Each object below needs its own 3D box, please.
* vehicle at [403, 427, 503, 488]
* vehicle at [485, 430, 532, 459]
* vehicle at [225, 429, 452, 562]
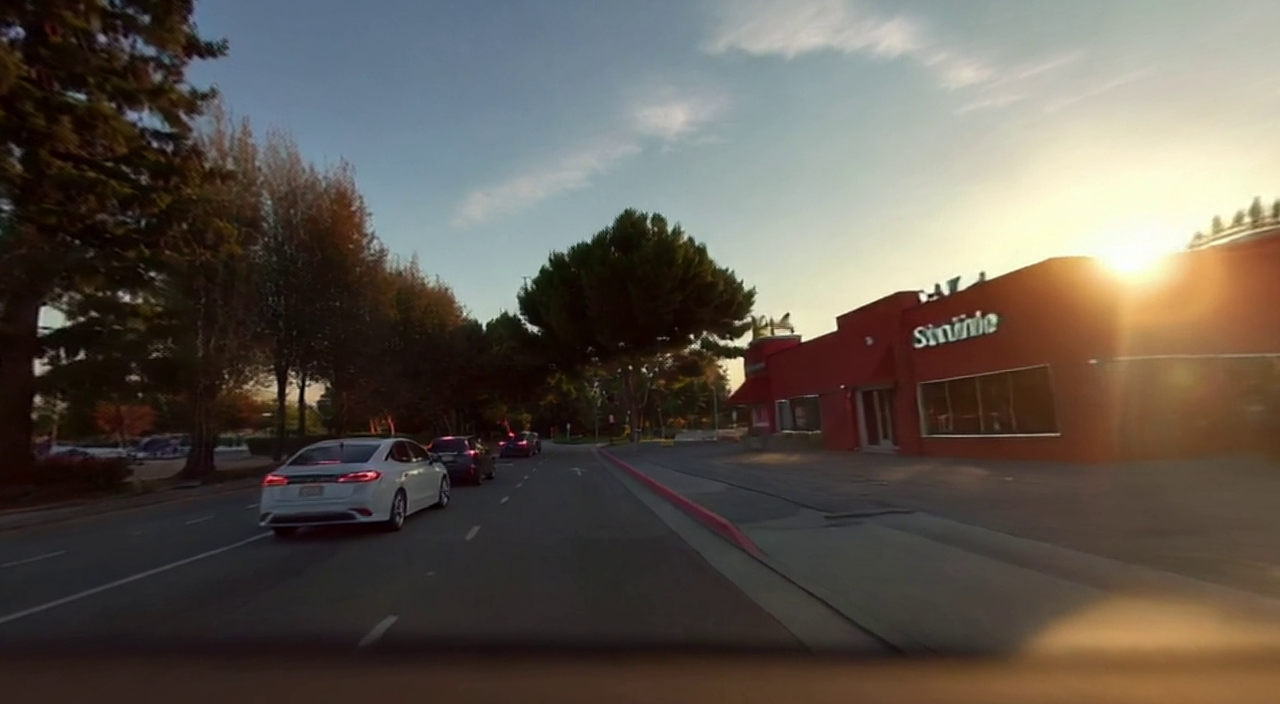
[{"bbox_3d":[-5.071,2.886,17.646,1.853,1.478,4.381,0,-8,-5],"label":"vehicle"},{"bbox_3d":[-7.021,4.985,33.997,1.962,1.424,4.289,0,-8,-5],"label":"vehicle"},{"bbox_3d":[-4.216,1.986,9.614,1.768,1.539,4.147,1,-8,-6],"label":"vehicle"}]
